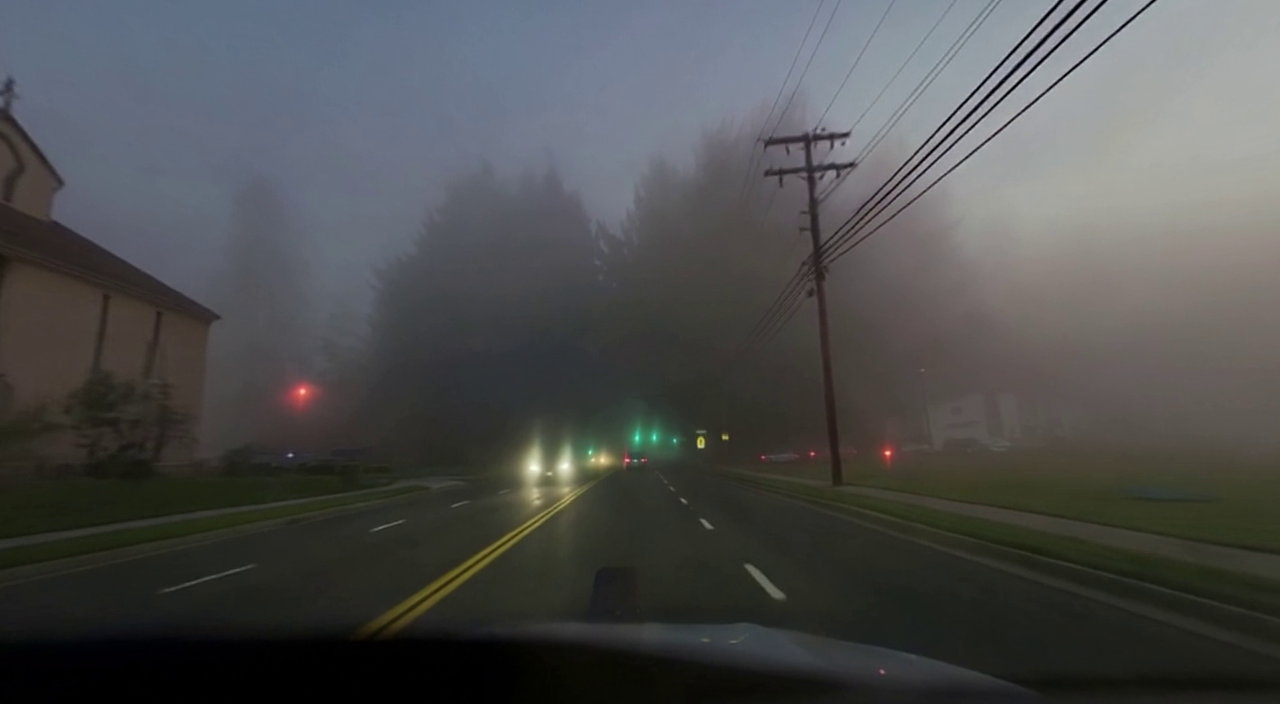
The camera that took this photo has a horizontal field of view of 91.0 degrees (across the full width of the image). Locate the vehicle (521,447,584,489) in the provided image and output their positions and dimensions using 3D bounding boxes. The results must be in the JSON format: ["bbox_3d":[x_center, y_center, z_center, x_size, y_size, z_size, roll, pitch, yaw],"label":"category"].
[{"bbox_3d":[-3.662,4.963,27.219,2.017,1.634,4.479,0,-9,1],"label":"vehicle"}]

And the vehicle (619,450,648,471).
[{"bbox_3d":[-0.507,8.146,47.362,2.093,1.497,4.010,0,-9,-1],"label":"vehicle"}]

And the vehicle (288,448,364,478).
[{"bbox_3d":[-20.038,7.032,40.149,4.611,1.837,2.140,-5,-10,32],"label":"vehicle"}]
